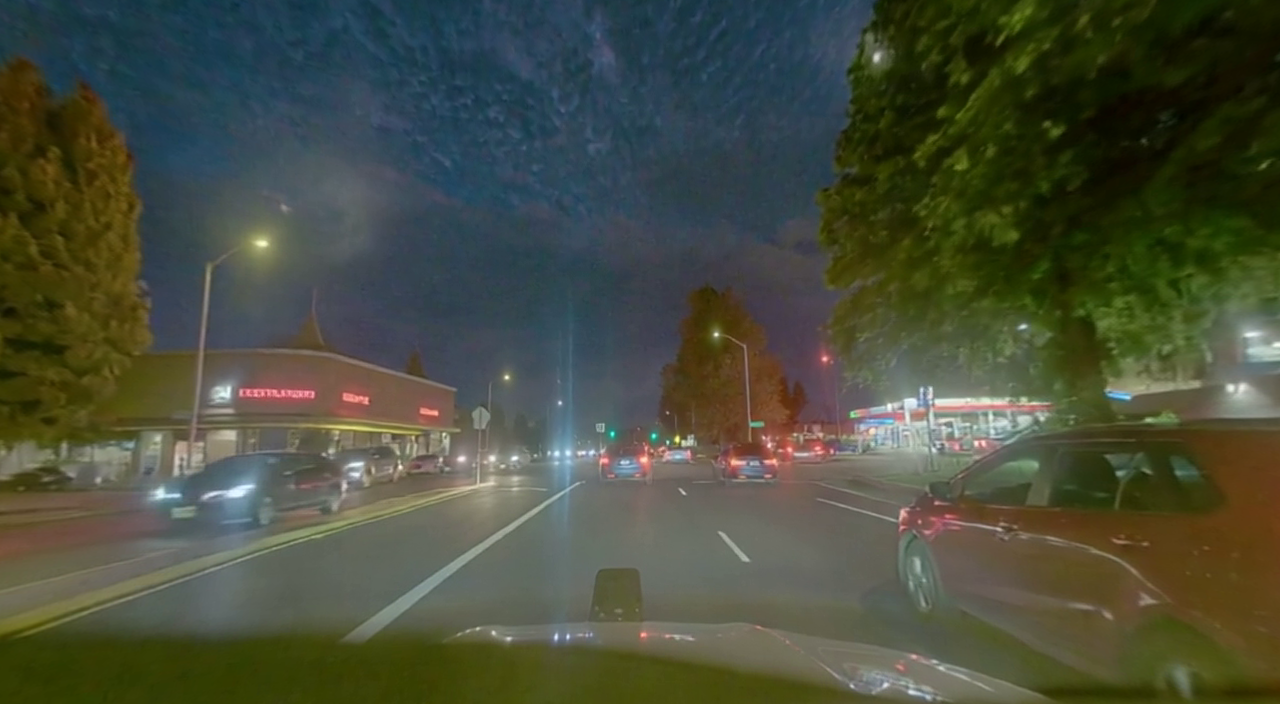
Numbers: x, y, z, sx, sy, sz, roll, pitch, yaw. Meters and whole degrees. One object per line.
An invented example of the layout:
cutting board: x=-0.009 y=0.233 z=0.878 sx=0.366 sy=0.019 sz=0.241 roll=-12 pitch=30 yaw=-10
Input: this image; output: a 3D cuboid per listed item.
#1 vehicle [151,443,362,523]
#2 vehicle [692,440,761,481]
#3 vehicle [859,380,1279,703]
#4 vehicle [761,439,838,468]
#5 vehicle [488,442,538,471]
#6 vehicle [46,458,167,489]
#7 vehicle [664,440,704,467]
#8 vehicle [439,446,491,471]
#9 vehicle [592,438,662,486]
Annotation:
vehicle: x=-8.335 y=2.853 z=14.378 sx=2.050 sy=1.503 sz=4.350 roll=0 pitch=-9 yaw=0
vehicle: x=3.326 y=4.283 z=25.243 sx=2.060 sy=1.471 sz=4.168 roll=0 pitch=-9 yaw=-1
vehicle: x=3.190 y=1.103 z=3.825 sx=2.097 sy=1.502 sz=4.470 roll=0 pitch=-9 yaw=0
vehicle: x=9.824 y=6.279 z=39.149 sx=4.464 sy=1.755 sz=2.236 roll=-3 pitch=-9 yaw=14
vehicle: x=-7.450 y=6.161 z=37.489 sx=2.085 sy=1.610 sz=4.085 roll=-1 pitch=-9 yaw=1
vehicle: x=-27.157 y=6.183 z=32.289 sx=4.673 sy=1.481 sz=1.995 roll=-2 pitch=-9 yaw=7
vehicle: x=2.679 y=6.290 z=39.272 sx=2.098 sy=1.527 sz=3.966 roll=0 pitch=-9 yaw=-2
vehicle: x=-11.819 y=7.243 z=43.129 sx=2.117 sy=1.592 sz=4.660 roll=-1 pitch=-9 yaw=1
vehicle: x=-0.477 y=3.854 z=22.515 sx=2.232 sy=1.508 sz=4.319 roll=0 pitch=-9 yaw=-1
